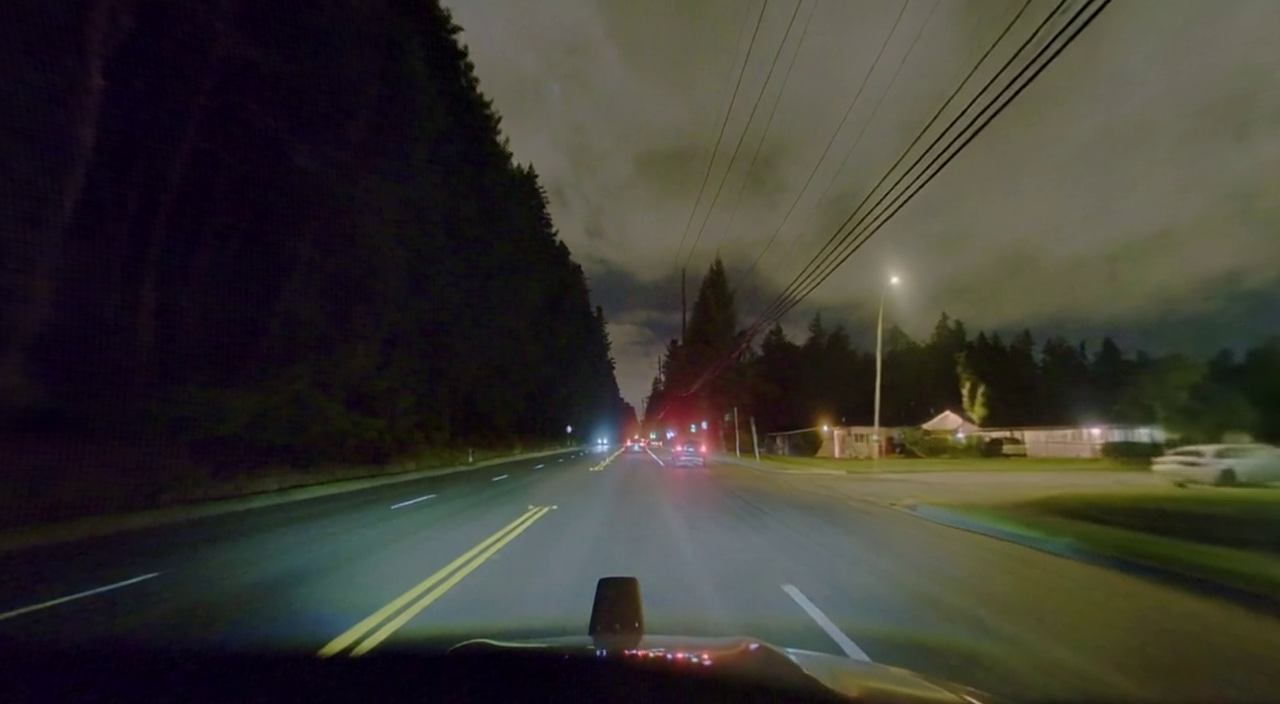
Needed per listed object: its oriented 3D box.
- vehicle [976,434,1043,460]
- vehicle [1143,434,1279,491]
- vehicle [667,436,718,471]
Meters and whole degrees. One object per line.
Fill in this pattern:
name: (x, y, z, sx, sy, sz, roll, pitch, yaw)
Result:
vehicle: (22.299, 5.755, 38.153, 1.851, 1.458, 3.709, 0, -8, 1)
vehicle: (17.060, 3.027, 17.347, 4.672, 1.463, 1.863, 0, -8, 2)
vehicle: (2.313, 4.589, 28.627, 1.975, 1.497, 3.647, 0, -8, -1)
